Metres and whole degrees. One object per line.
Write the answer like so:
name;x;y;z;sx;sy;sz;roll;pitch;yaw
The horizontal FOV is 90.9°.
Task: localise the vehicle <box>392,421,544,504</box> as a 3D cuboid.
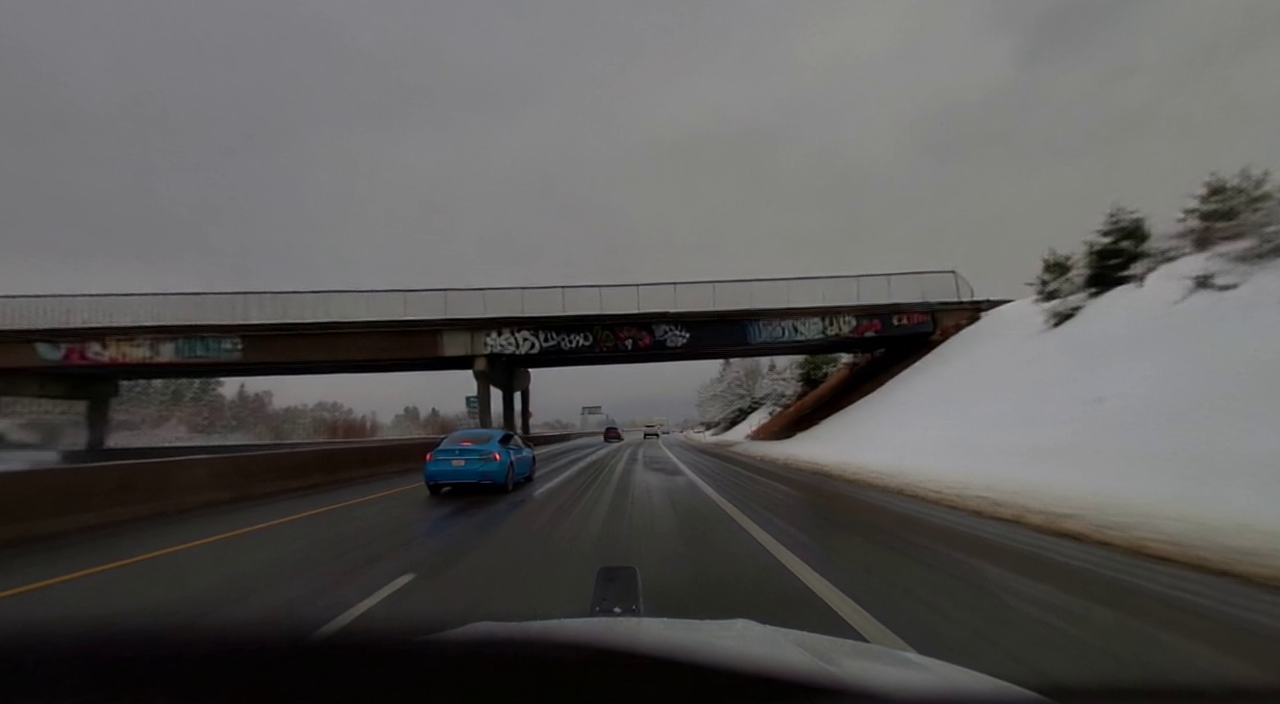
vehicle;-3.620;2.412;14.278;2.108;1.555;4.574;0;-8;1
